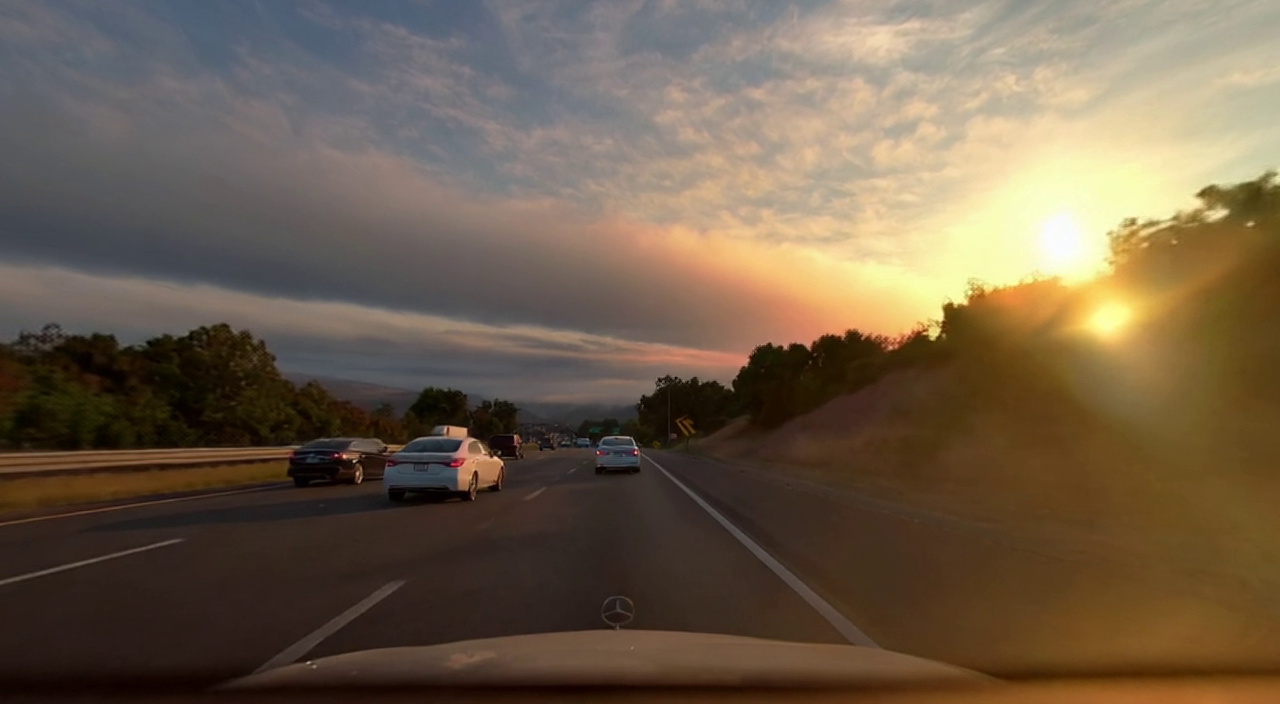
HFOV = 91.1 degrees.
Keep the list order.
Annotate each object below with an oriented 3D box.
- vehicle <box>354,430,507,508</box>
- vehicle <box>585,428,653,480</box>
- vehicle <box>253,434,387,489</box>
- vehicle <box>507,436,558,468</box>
[{"bbox_3d":[-4.469,2.520,14.204,1.971,1.464,4.386,0,-8,0],"label":"vehicle"},{"bbox_3d":[-0.715,3.548,22.231,2.178,1.658,3.916,0,-8,-1],"label":"vehicle"},{"bbox_3d":[-9.240,3.158,18.573,1.850,1.439,3.932,0,-8,0],"label":"vehicle"},{"bbox_3d":[-5.209,4.877,30.959,1.835,1.432,3.835,0,-8,0],"label":"vehicle"}]
